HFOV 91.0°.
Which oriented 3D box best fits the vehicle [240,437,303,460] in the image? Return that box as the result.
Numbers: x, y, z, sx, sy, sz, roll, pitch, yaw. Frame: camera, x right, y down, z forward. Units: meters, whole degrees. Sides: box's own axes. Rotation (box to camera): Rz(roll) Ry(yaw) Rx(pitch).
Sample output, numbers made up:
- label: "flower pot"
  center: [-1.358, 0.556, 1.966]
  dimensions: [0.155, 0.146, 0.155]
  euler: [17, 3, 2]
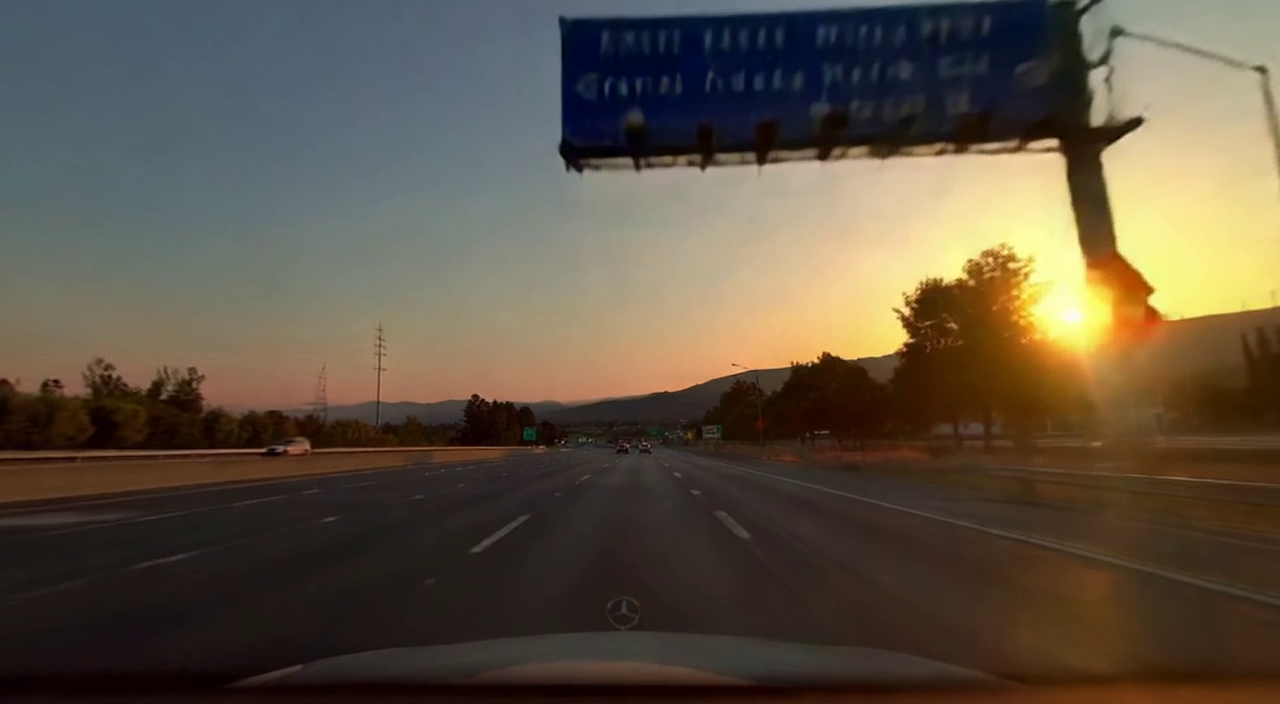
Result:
- label: "vehicle"
  center: [-28.818, 7.586, 49.418]
  dimensions: [2.043, 1.691, 4.620]
  euler: [0, -9, 2]
